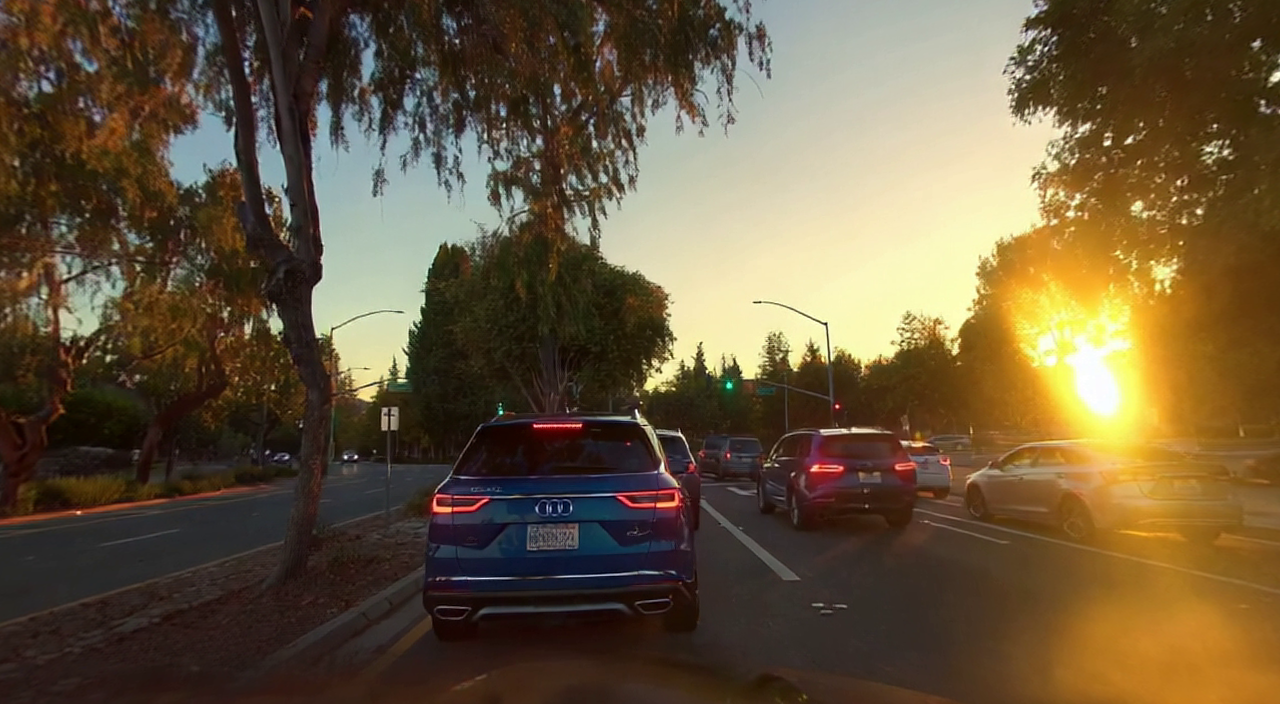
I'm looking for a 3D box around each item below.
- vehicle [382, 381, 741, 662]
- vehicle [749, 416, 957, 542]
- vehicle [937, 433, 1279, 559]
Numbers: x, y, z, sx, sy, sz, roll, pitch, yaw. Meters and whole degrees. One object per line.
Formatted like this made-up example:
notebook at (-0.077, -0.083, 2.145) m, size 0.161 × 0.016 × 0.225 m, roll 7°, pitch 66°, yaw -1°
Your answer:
vehicle at (-0.432, 1.355, 6.102) m, size 2.201 × 1.709 × 4.271 m, roll 0°, pitch -9°, yaw 1°
vehicle at (3.244, 2.037, 10.762) m, size 1.963 × 1.682 × 4.407 m, roll 0°, pitch -9°, yaw -1°
vehicle at (6.587, 2.012, 9.643) m, size 1.894 × 1.445 × 4.565 m, roll 0°, pitch -9°, yaw 0°
